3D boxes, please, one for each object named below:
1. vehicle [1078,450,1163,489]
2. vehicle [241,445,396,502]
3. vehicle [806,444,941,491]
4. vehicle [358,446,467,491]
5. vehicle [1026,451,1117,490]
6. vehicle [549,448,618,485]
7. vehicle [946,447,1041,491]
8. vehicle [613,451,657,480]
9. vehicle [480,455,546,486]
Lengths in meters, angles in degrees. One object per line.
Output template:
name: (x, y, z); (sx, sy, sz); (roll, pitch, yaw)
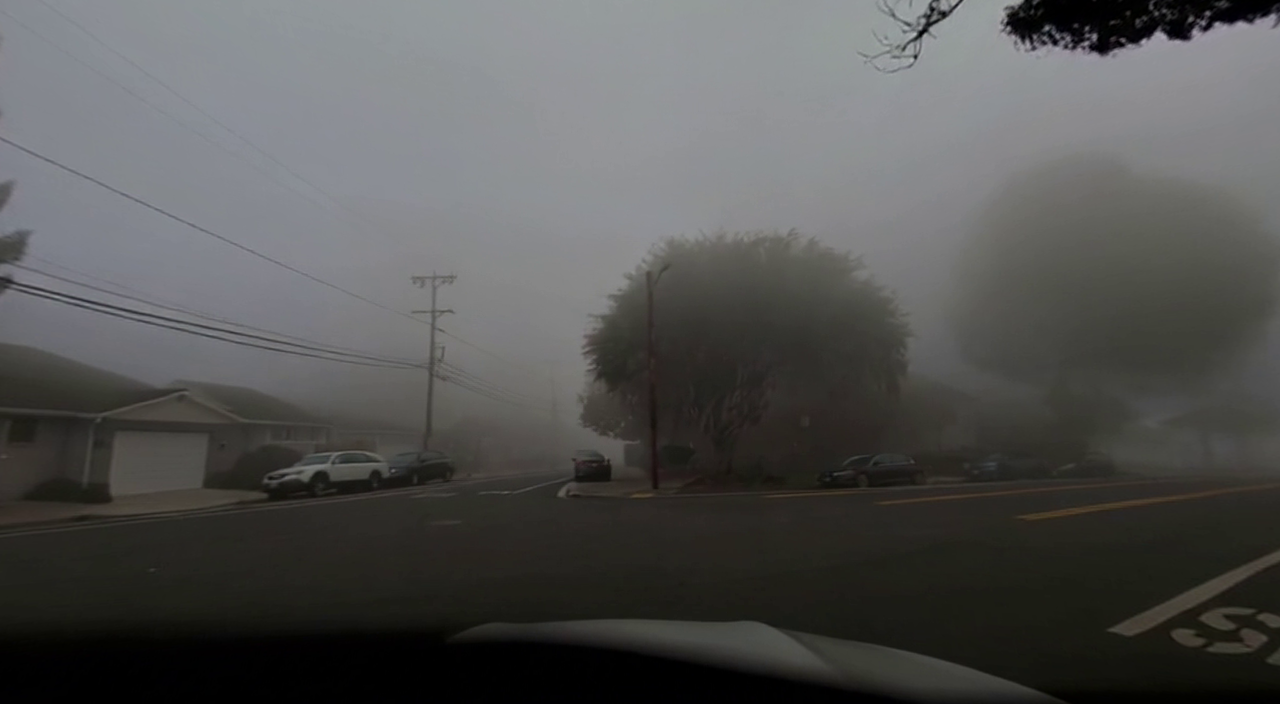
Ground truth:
vehicle: (28.190, 6.799, 37.016); (5.738, 2.060, 2.282); (6, -11, -36)
vehicle: (-11.877, 4.478, 23.986); (2.152, 1.877, 5.701); (-2, -9, 10)
vehicle: (8.955, 4.479, 24.096); (5.197, 1.431, 2.136); (10, -16, -33)
vehicle: (-10.629, 5.454, 30.142); (2.283, 1.909, 5.692); (-2, -9, 10)
vehicle: (23.099, 6.267, 33.762); (5.499, 1.837, 2.089); (6, -10, -35)
vehicle: (-2.570, 5.350, 29.844); (1.981, 1.579, 4.446); (-2, -9, 12)
vehicle: (16.268, 5.317, 29.010); (4.414, 1.837, 1.937); (6, -10, -34)
vehicle: (-0.271, 7.251, 40.629); (1.989, 1.683, 3.918); (-2, -9, 12)
vehicle: (-8.359, 7.829, 42.196); (2.287, 1.830, 5.343); (-2, -9, 12)
